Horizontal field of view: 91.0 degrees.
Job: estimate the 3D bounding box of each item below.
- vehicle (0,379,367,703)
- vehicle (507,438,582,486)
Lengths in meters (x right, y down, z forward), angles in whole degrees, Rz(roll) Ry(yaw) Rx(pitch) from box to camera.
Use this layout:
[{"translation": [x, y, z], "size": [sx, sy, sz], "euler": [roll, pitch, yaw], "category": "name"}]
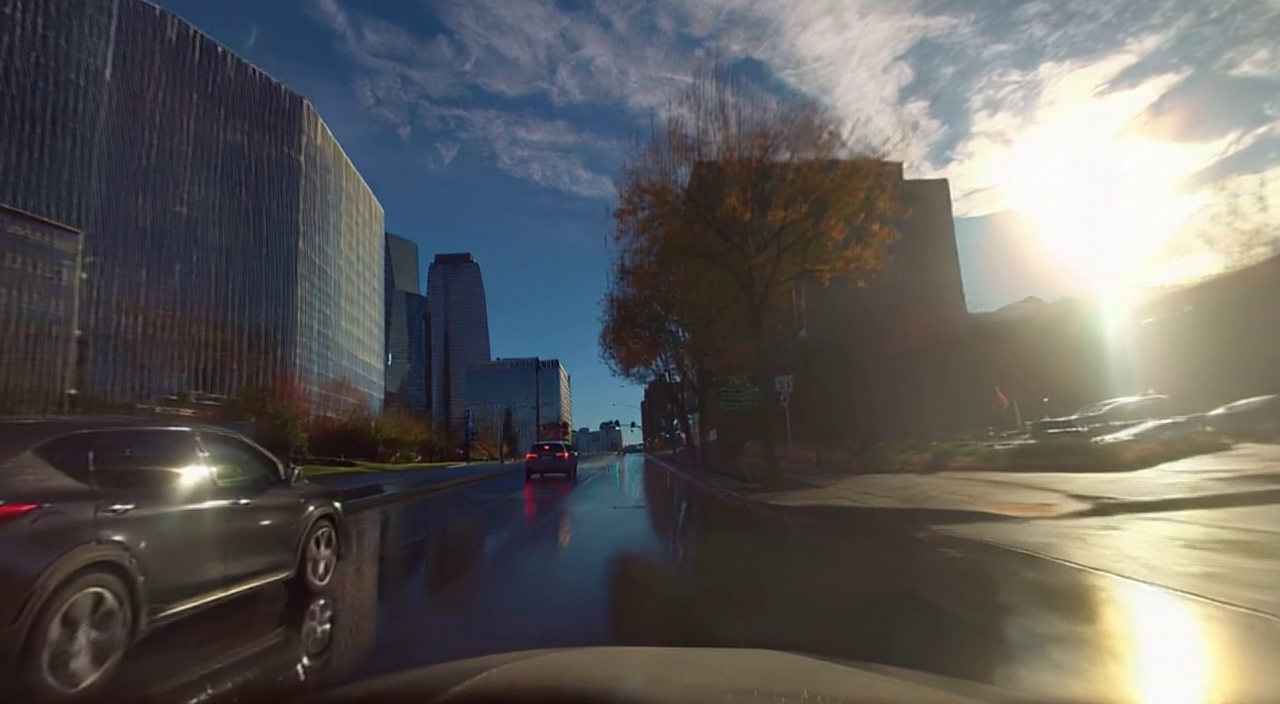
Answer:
[{"translation": [-4.407, 1.313, 5.210], "size": [2.169, 1.741, 4.588], "euler": [0, -9, 0], "category": "vehicle"}, {"translation": [-3.980, 4.681, 27.157], "size": [2.384, 1.849, 5.009], "euler": [0, -9, 1], "category": "vehicle"}]
